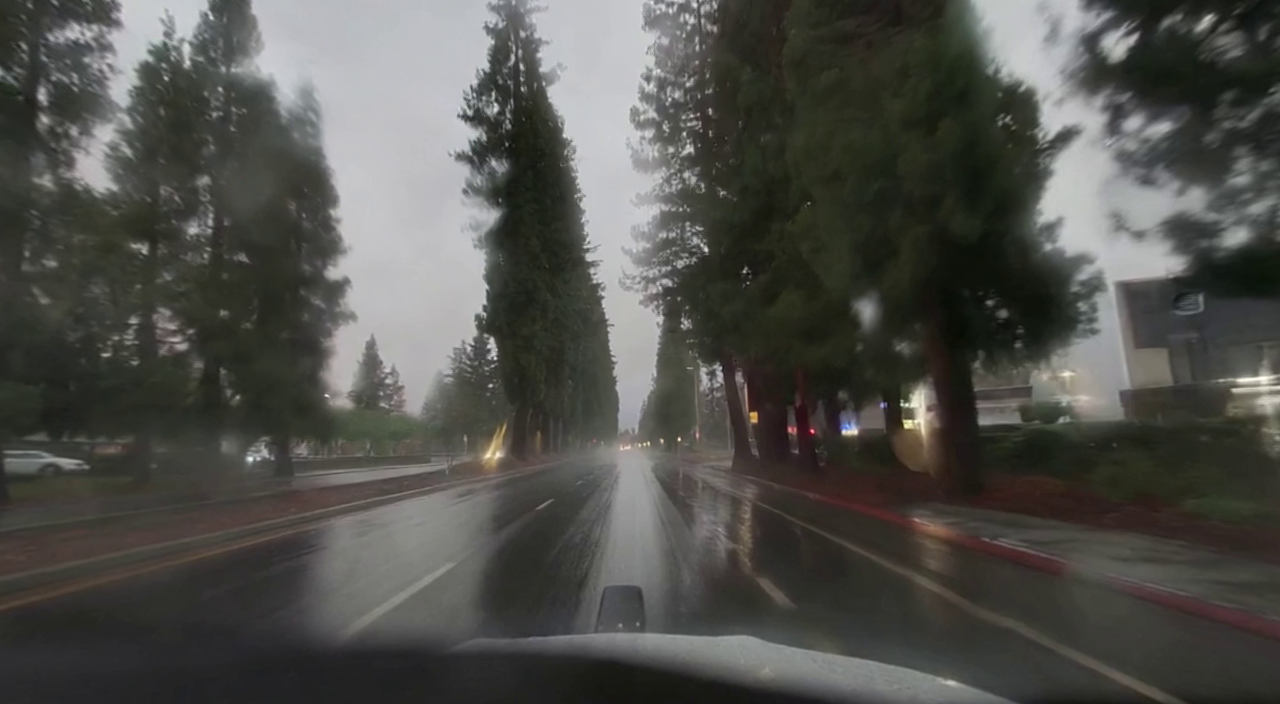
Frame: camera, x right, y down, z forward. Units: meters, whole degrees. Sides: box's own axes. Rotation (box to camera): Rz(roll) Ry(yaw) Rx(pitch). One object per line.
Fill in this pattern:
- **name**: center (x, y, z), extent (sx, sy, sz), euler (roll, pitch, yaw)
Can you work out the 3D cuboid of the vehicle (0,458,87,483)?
- **vehicle**: center (-37.677, 7.371, 39.505), extent (4.424, 1.468, 1.887), euler (0, -8, 1)
